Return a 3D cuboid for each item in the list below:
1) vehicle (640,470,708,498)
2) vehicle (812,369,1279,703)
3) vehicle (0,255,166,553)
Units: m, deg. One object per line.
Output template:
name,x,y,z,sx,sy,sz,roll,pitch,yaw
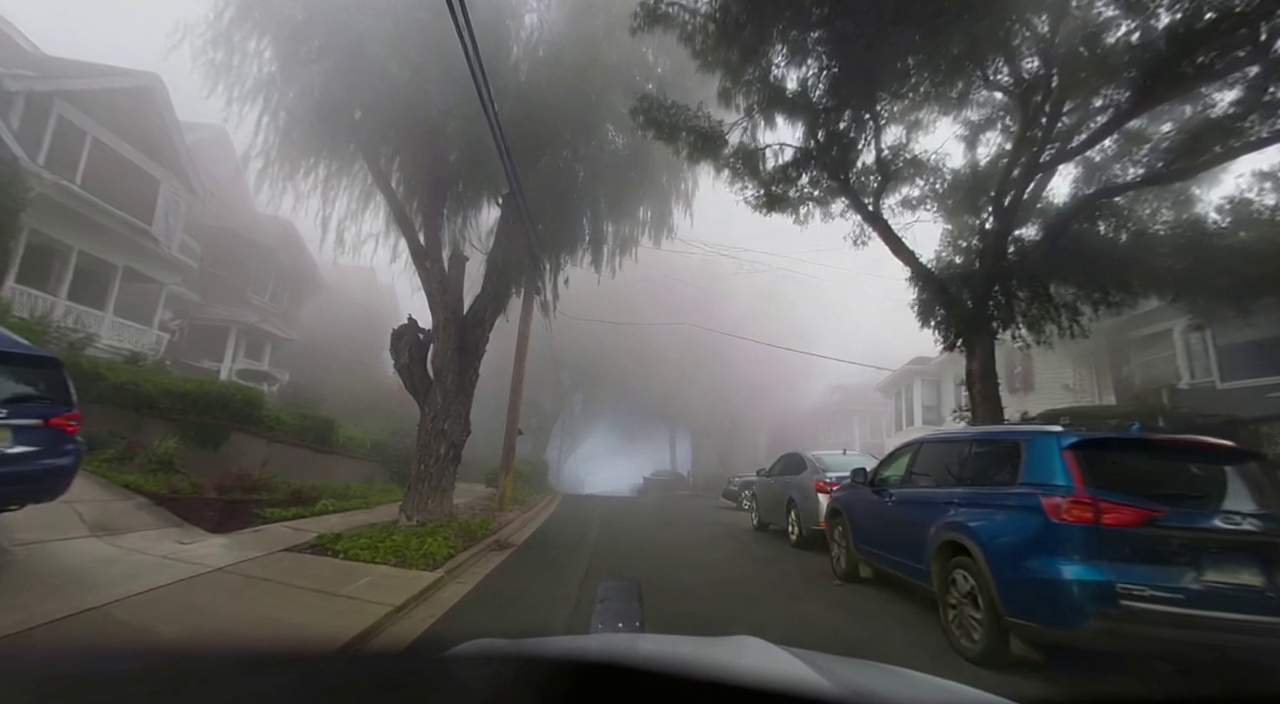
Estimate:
vehicle,2.364,9.182,44.122,4.413,1.728,1.869,1,-9,-10
vehicle,3.201,1.323,5.121,2.076,1.780,4.959,0,-8,-2
vehicle,-6.218,-0.061,3.801,4.827,1.771,2.042,10,-9,0
